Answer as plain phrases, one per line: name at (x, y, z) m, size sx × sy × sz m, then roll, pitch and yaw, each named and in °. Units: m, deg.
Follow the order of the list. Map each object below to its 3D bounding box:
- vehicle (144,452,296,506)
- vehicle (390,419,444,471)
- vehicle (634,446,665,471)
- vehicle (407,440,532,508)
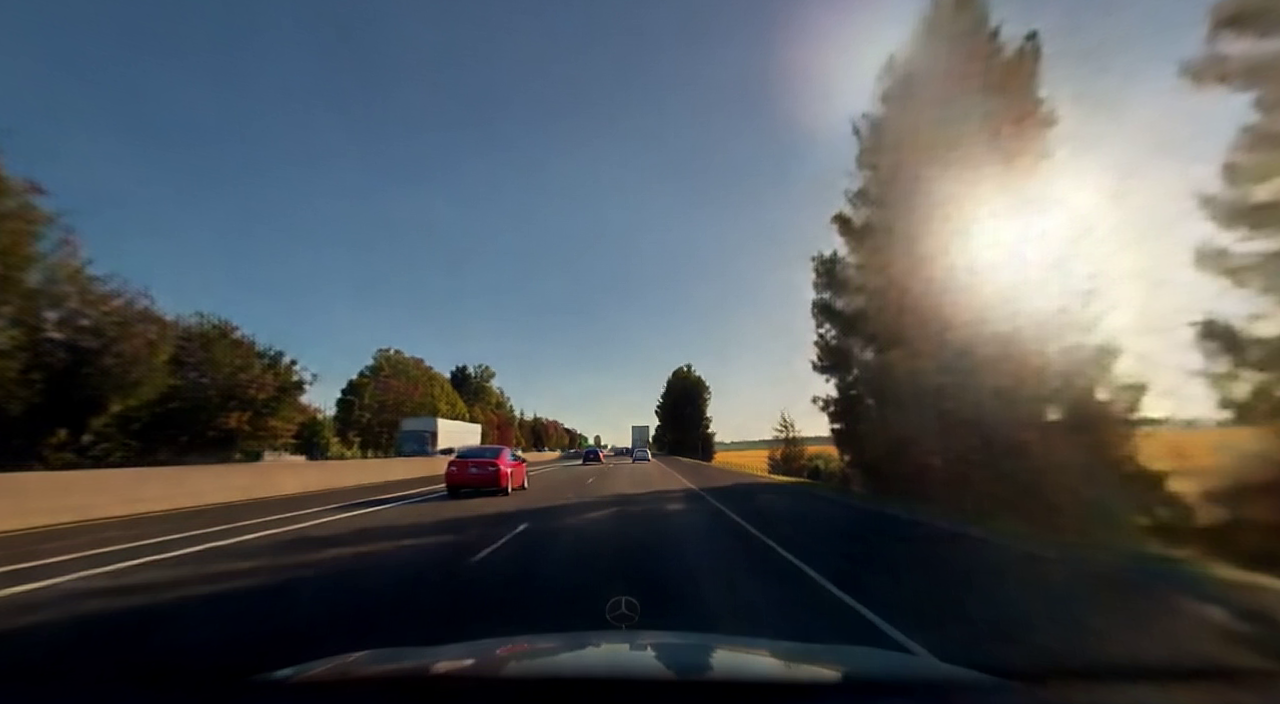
vehicle at (-12.439, 3.740, 19.043) m, size 1.848 × 1.423 × 3.997 m, roll 0°, pitch -9°, yaw -1°
vehicle at (-17.319, 7.280, 49.279) m, size 3.087 × 3.865 × 2.819 m, roll 0°, pitch -9°, yaw -1°
vehicle at (0.581, 7.304, 43.467) m, size 1.992 × 1.593 × 3.937 m, roll 0°, pitch -9°, yaw -1°
vehicle at (-4.280, 3.125, 16.585) m, size 2.172 × 1.548 × 3.953 m, roll 0°, pitch -9°, yaw 0°
